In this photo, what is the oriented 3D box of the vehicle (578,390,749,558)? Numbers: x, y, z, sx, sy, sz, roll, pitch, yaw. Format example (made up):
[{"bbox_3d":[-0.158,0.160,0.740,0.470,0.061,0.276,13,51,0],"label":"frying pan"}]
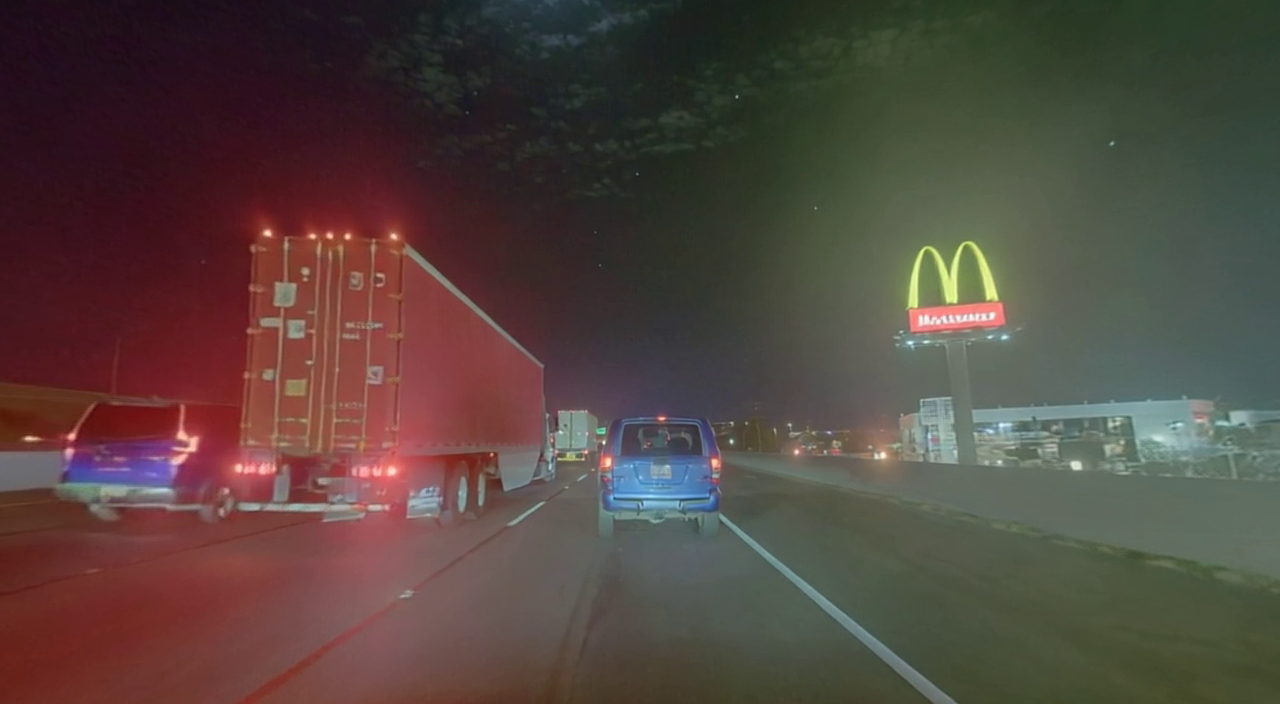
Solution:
[{"bbox_3d":[0.171,1.694,9.301,1.947,1.910,4.040,0,-9,-3],"label":"vehicle"}]

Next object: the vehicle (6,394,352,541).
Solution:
[{"bbox_3d":[-7.754,2.038,11.696,2.218,2.047,5.586,0,-9,-1],"label":"vehicle"}]

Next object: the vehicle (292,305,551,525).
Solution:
[{"bbox_3d":[-4.045,1.608,14.348,2.814,3.513,8.529,0,-9,0],"label":"vehicle"}]
